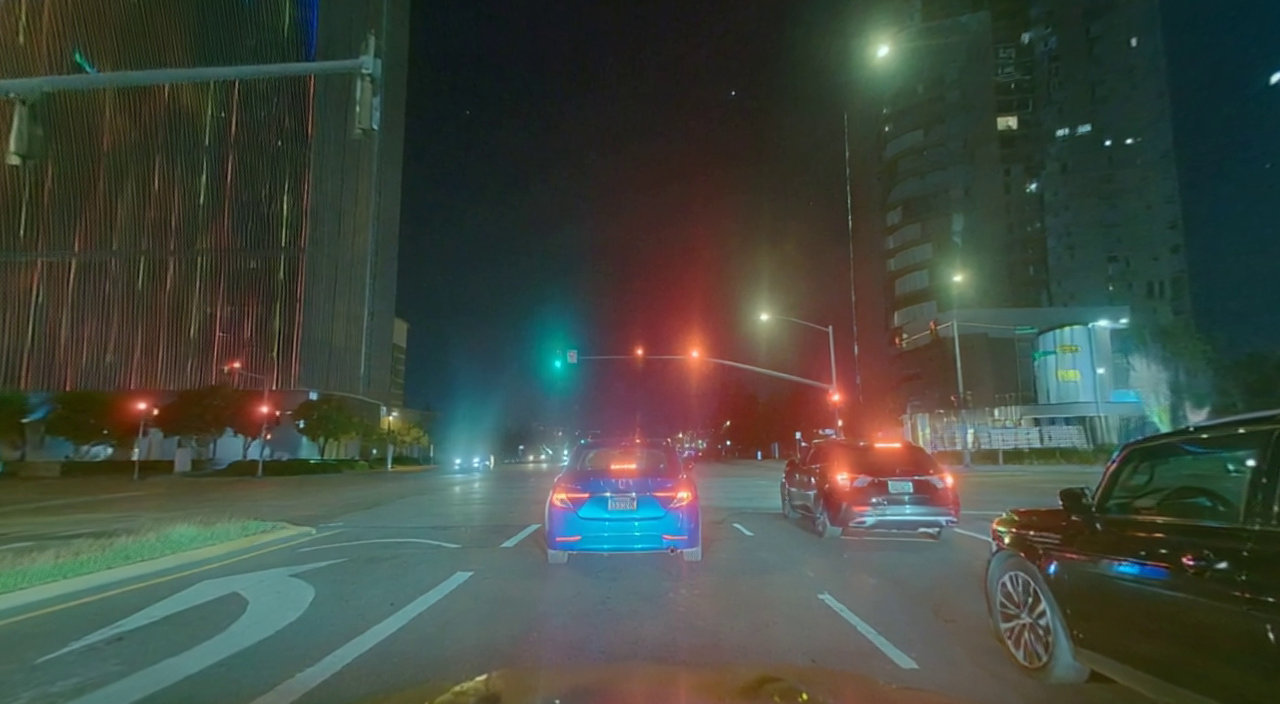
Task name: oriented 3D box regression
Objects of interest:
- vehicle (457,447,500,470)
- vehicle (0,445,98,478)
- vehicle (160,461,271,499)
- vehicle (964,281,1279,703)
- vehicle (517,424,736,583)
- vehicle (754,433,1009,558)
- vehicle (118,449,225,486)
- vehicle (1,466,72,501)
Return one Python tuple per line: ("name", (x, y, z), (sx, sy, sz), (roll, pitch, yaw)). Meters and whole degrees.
("vehicle", (-11.676, 7.728, 46.034), (1.887, 1.516, 4.524), (0, -8, 1))
("vehicle", (-35.571, 6.481, 37.443), (2.145, 1.797, 5.198), (-1, -10, 1))
("vehicle", (-19.078, 5.761, 28.703), (1.942, 1.453, 4.448), (0, -9, 0))
("vehicle", (3.000, 0.624, 1.578), (2.047, 1.785, 4.357), (0, -8, 0))
("vehicle", (-0.141, 1.738, 8.060), (2.095, 1.502, 3.873), (0, -8, 0))
("vehicle", (3.218, 1.994, 9.598), (2.009, 1.414, 4.416), (0, -8, -2))
("vehicle", (-27.484, 6.753, 37.359), (2.300, 1.932, 5.056), (-1, -8, 2))
("vehicle", (-28.002, 6.076, 29.450), (1.972, 1.433, 4.324), (8, -12, -39))
